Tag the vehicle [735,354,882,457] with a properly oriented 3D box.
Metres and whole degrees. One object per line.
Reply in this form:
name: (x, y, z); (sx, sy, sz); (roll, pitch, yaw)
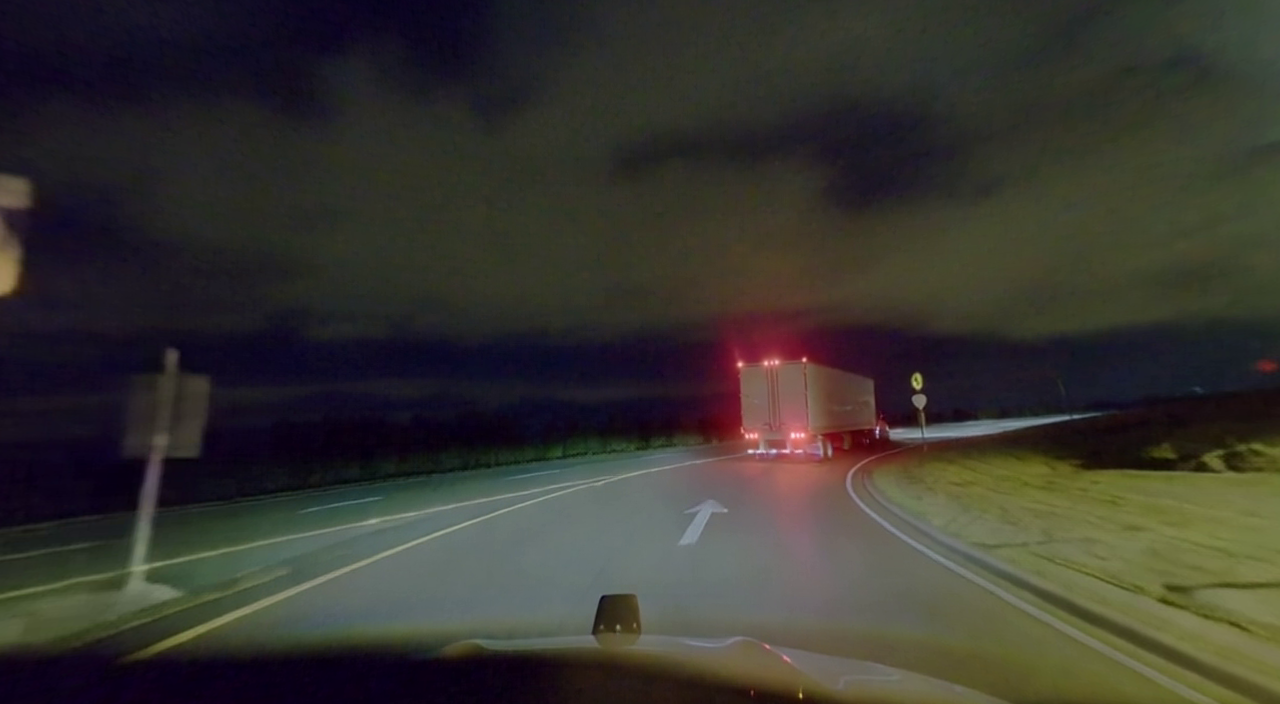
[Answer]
vehicle: (7.841, 2.596, 27.766); (2.837, 3.712, 10.484); (-5, -9, 34)
